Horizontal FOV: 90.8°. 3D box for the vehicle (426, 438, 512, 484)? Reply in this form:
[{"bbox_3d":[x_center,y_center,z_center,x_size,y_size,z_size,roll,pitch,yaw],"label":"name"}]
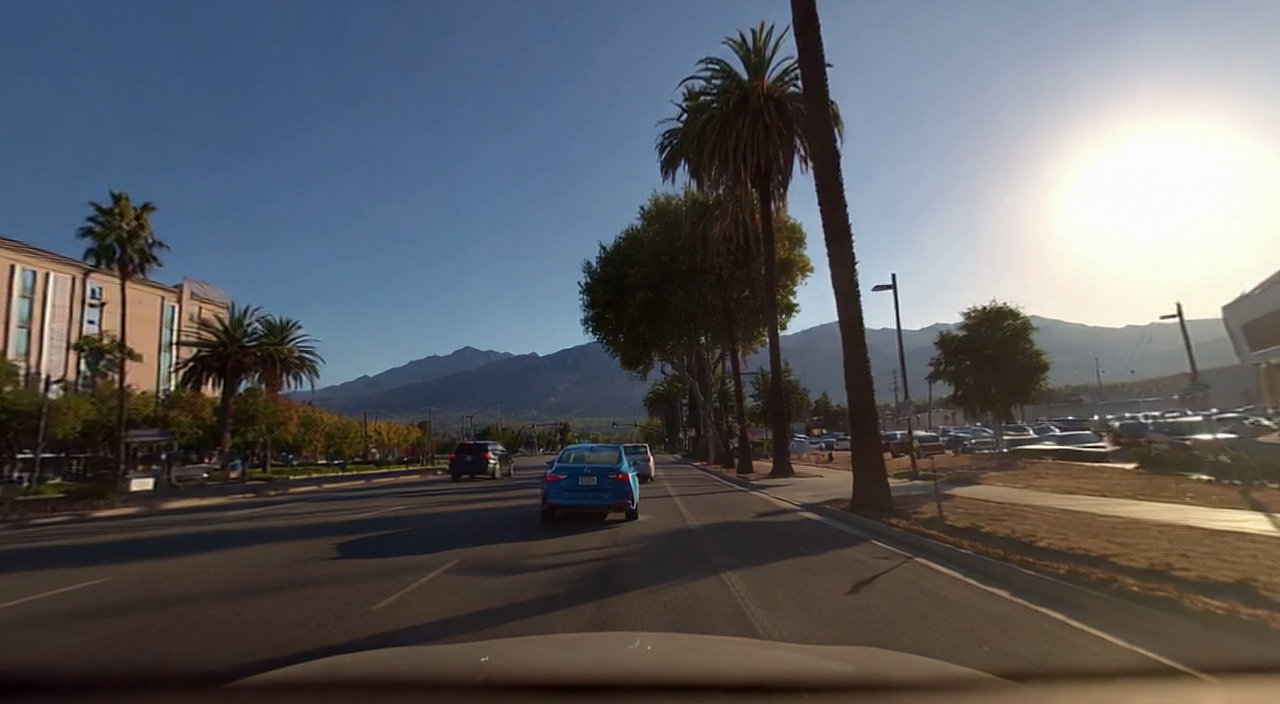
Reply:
[{"bbox_3d":[-7.725,4.955,29.174,2.400,1.900,5.325,0,-9,1],"label":"vehicle"}]

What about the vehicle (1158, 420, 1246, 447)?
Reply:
[{"bbox_3d":[38.329,5.573,43.141,4.321,1.578,1.958,-2,-8,-7],"label":"vehicle"}]

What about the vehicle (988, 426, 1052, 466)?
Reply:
[{"bbox_3d":[16.375,4.037,27.098,1.961,1.526,4.640,-6,-10,34],"label":"vehicle"}]

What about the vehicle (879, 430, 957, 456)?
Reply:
[{"bbox_3d":[19.065,6.285,43.529,1.925,1.652,4.490,6,-10,-35],"label":"vehicle"}]

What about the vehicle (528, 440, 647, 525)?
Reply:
[{"bbox_3d":[-0.996,2.577,13.017,2.067,1.459,3.886,0,-9,-2],"label":"vehicle"}]
